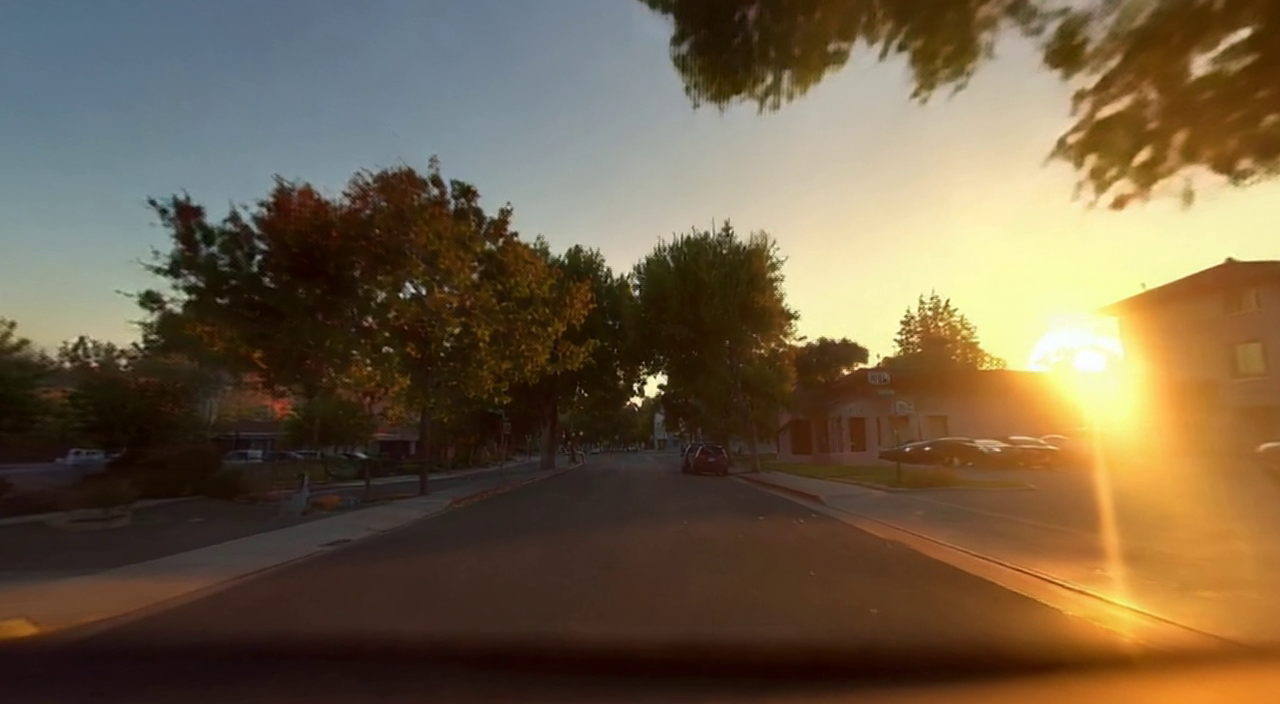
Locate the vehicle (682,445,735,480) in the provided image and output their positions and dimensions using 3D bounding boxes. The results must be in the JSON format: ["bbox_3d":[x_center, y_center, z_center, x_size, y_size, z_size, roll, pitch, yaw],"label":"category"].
[{"bbox_3d":[3.159,5.213,30.168,2.064,1.532,4.596,0,-8,1],"label":"vehicle"}]
